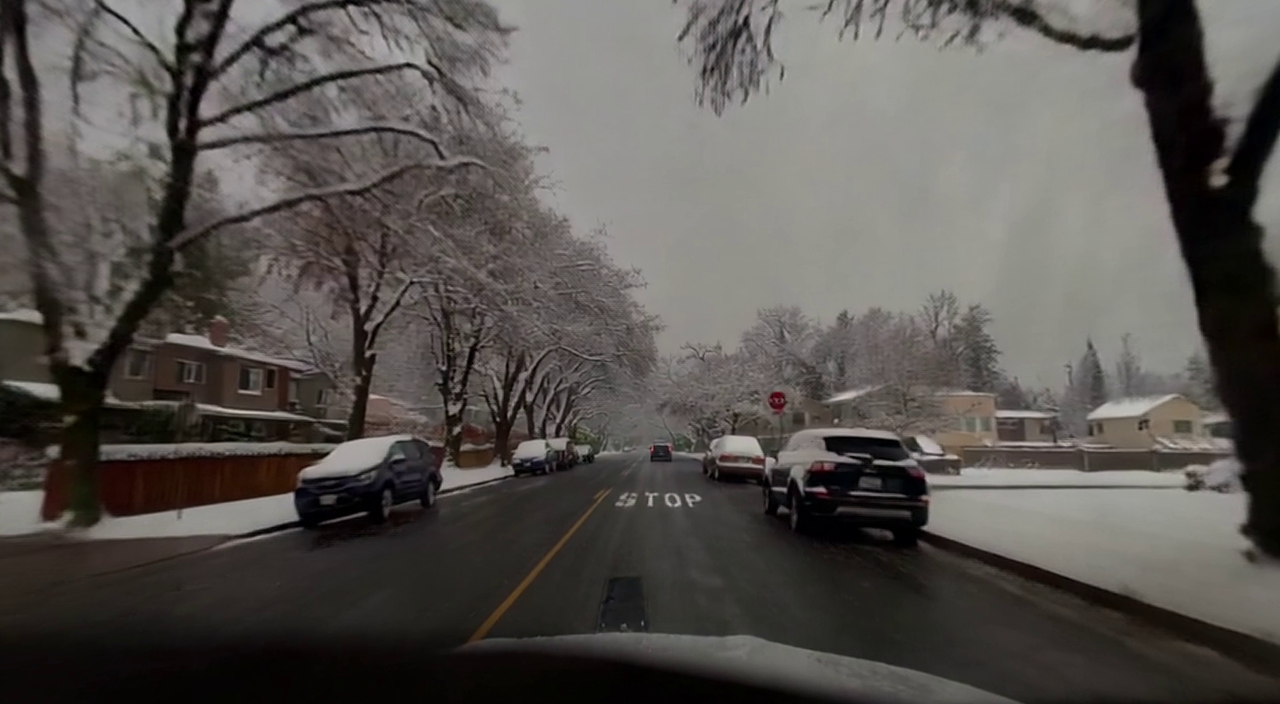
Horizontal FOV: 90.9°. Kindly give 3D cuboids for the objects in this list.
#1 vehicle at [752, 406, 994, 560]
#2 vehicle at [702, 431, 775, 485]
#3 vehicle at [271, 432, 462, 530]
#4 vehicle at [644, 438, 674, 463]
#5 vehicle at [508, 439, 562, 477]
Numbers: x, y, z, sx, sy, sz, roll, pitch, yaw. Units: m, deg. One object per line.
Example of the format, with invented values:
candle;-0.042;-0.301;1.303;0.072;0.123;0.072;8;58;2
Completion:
vehicle;3.213;1.906;10.045;2.117;1.807;4.964;0;-8;2
vehicle;3.585;3.962;23.881;1.970;1.801;4.721;0;-8;-1
vehicle;-5.495;2.598;13.456;2.007;1.709;4.502;0;-8;0
vehicle;1.401;7.290;46.921;2.172;1.722;4.201;0;-8;1
vehicle;-4.937;5.006;30.186;1.955;1.659;4.324;1;-8;-2
